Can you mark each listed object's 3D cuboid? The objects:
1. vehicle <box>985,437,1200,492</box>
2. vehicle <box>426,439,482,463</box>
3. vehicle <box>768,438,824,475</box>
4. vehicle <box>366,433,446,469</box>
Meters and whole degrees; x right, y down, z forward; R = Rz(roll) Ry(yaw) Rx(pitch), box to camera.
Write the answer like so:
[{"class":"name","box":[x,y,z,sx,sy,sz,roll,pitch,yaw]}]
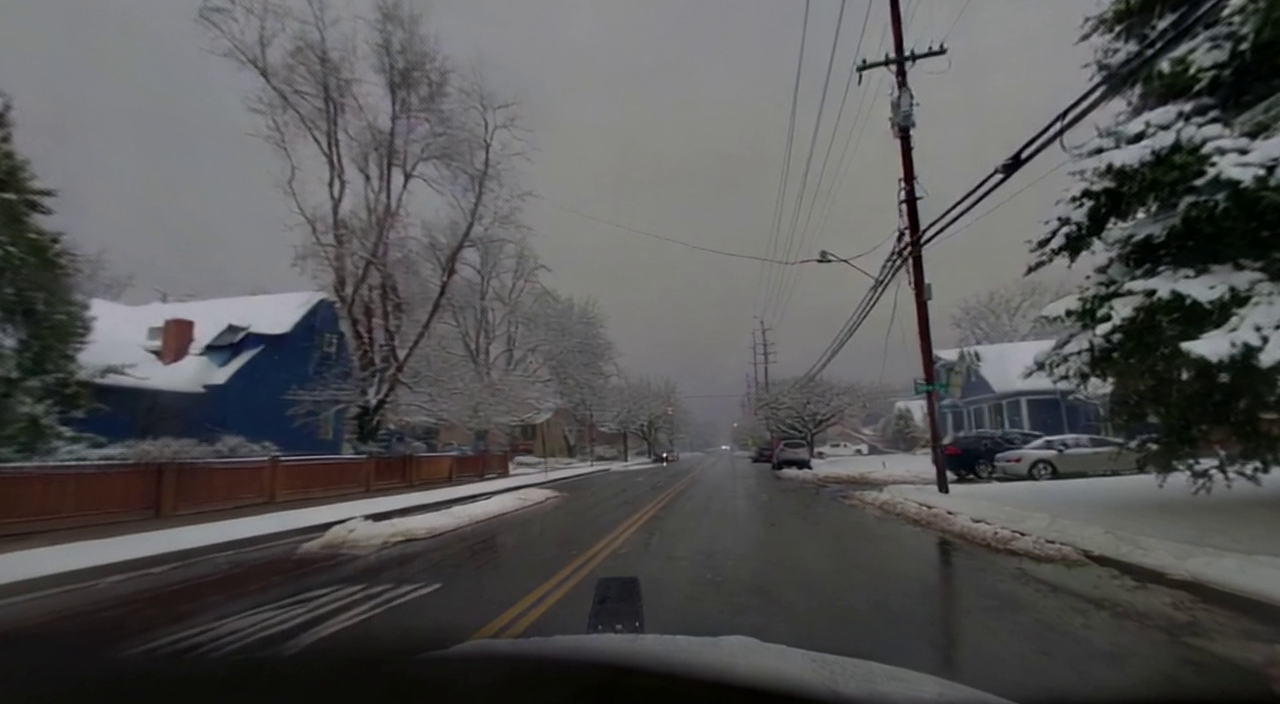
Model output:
[{"class":"vehicle","box":[13.075,3.276,18.576,4.625,1.501,2.011,-1,-9,8]},{"class":"vehicle","box":[-14.527,7.806,49.620,2.139,1.746,5.099,-3,-10,10]},{"class":"vehicle","box":[8.465,5.731,34.773,2.114,1.858,5.144,-1,-9,4]},{"class":"vehicle","box":[-12.892,5.521,35.228,2.034,1.829,5.161,-1,-9,6]}]
